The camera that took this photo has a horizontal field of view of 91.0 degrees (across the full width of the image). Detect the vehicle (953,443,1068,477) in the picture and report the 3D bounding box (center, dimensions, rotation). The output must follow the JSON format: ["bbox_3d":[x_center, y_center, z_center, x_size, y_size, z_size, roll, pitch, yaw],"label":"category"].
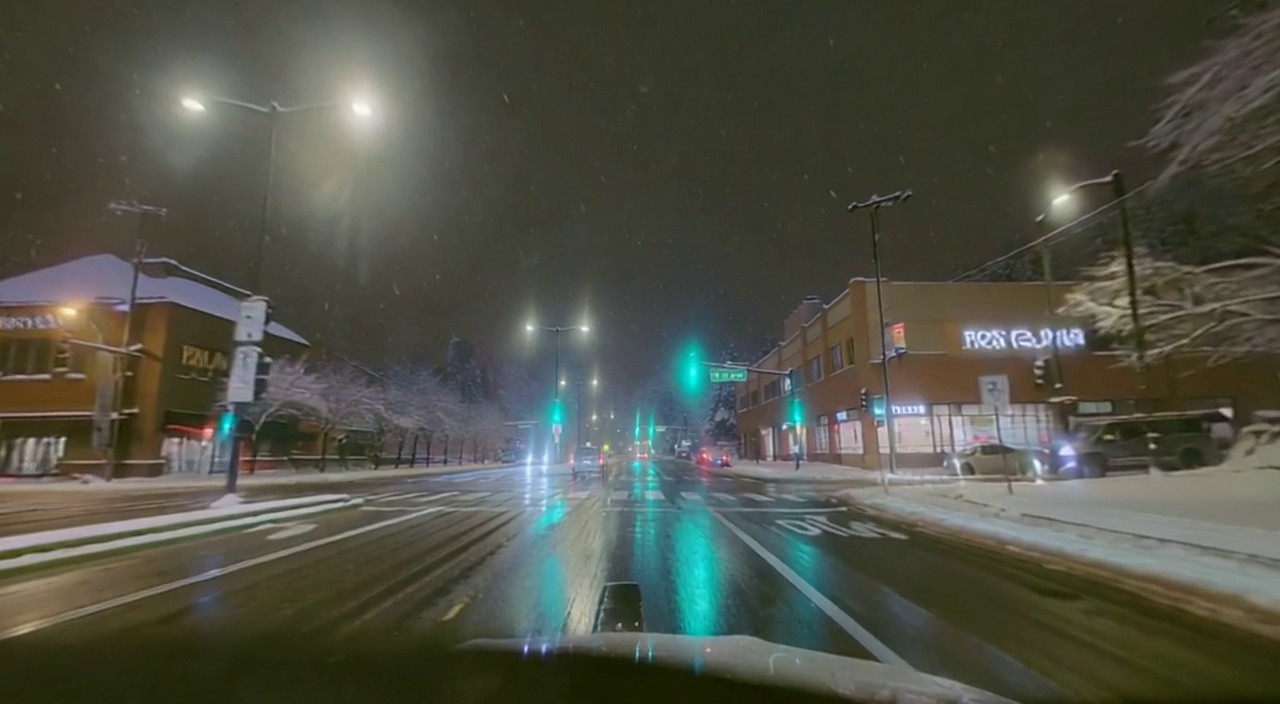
[{"bbox_3d":[17.353,5.060,29.639,4.040,1.514,2.095,0,-9,-2],"label":"vehicle"}]

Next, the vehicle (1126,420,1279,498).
[{"bbox_3d":[14.946,2.559,15.243,4.568,1.729,2.131,0,-9,-2],"label":"vehicle"}]

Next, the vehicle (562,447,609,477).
[{"bbox_3d":[-2.793,5.729,33.056,2.078,1.471,4.217,0,-9,0],"label":"vehicle"}]
